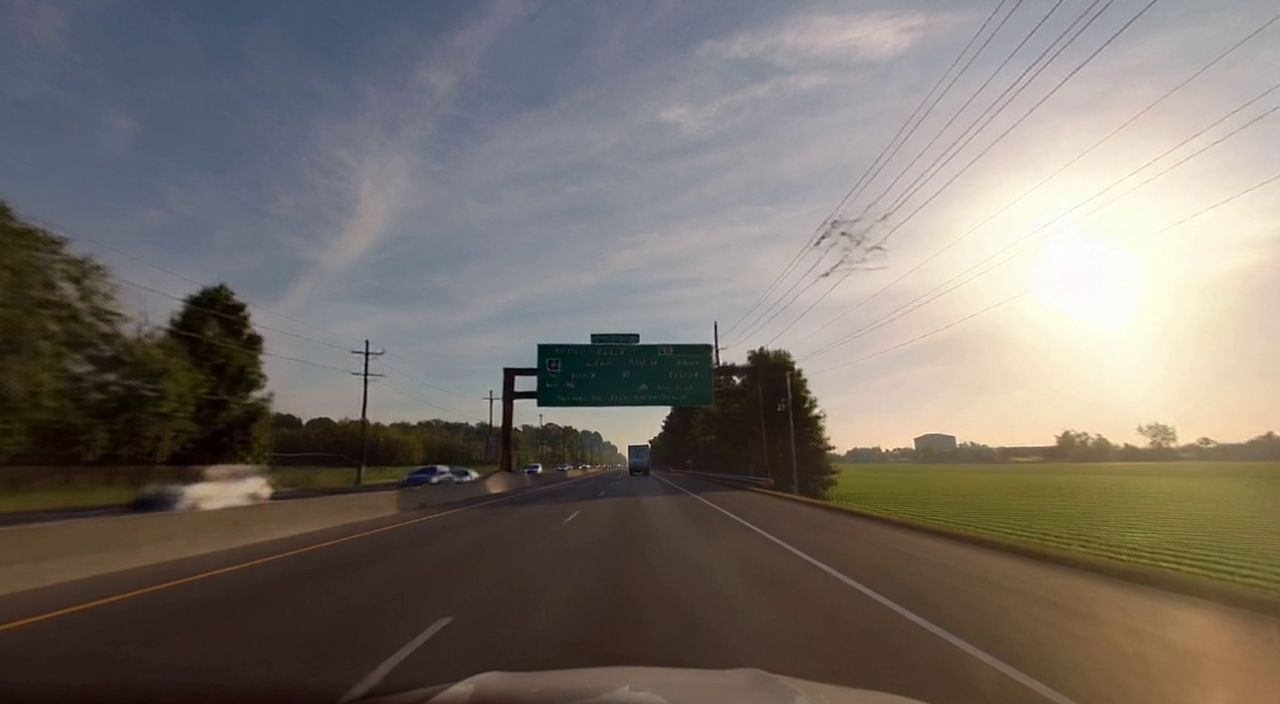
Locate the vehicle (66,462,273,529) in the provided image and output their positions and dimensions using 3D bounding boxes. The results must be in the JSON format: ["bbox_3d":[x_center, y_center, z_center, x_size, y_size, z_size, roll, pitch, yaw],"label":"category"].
[{"bbox_3d":[-11.883,3.638,16.412,1.881,1.438,4.529,1,-10,0],"label":"vehicle"}]

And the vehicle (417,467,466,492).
[{"bbox_3d":[-12.095,7.806,38.623,1.730,1.406,3.971,1,-10,0],"label":"vehicle"}]
